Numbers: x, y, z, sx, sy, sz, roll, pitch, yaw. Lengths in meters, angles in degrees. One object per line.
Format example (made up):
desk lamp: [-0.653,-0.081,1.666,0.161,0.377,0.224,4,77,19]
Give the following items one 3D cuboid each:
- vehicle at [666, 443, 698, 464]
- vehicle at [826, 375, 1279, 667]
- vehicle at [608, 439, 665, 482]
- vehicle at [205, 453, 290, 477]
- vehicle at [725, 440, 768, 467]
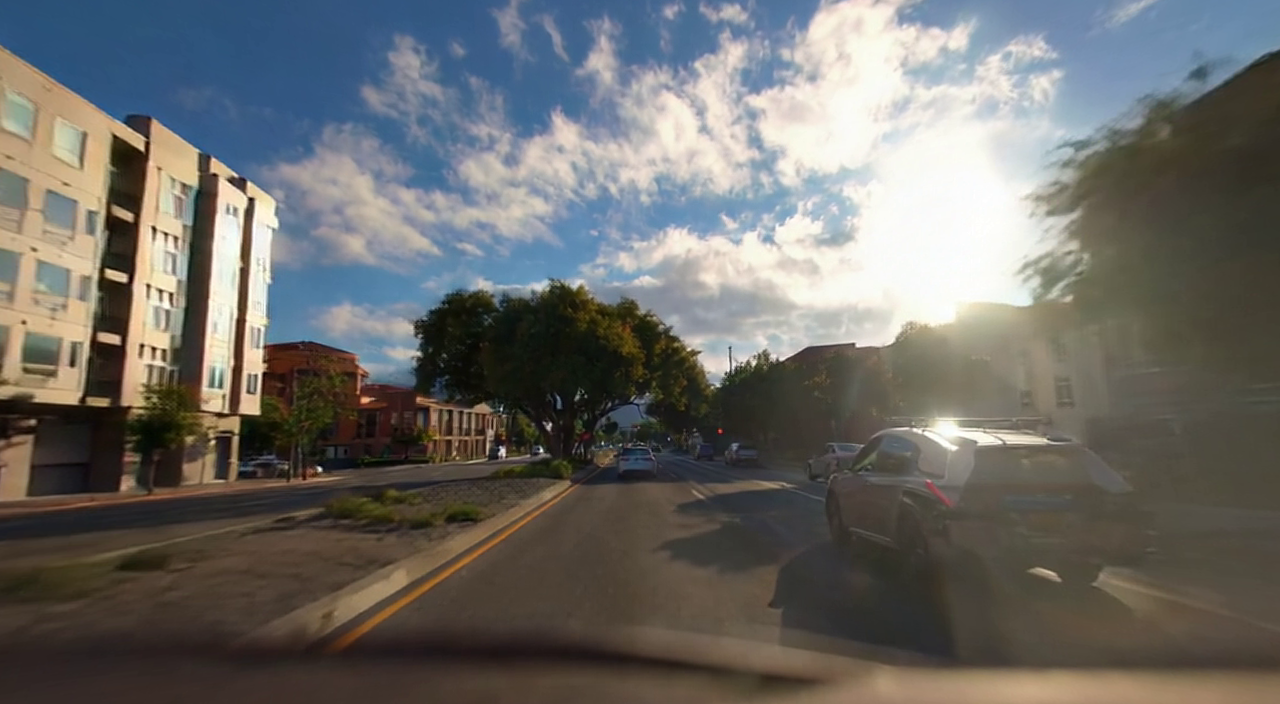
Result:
vehicle: [3.053,7.445,46.518,1.910,1.474,4.003,0,-9,-2]
vehicle: [3.372,1.305,5.860,1.949,1.723,4.020,0,-9,-1]
vehicle: [-0.124,4.127,24.188,2.006,1.487,3.535,-1,-9,0]
vehicle: [-27.927,8.052,45.082,4.732,1.497,2.077,-2,-9,3]
vehicle: [7.336,7.027,43.828,2.115,1.739,4.528,0,-9,-1]
